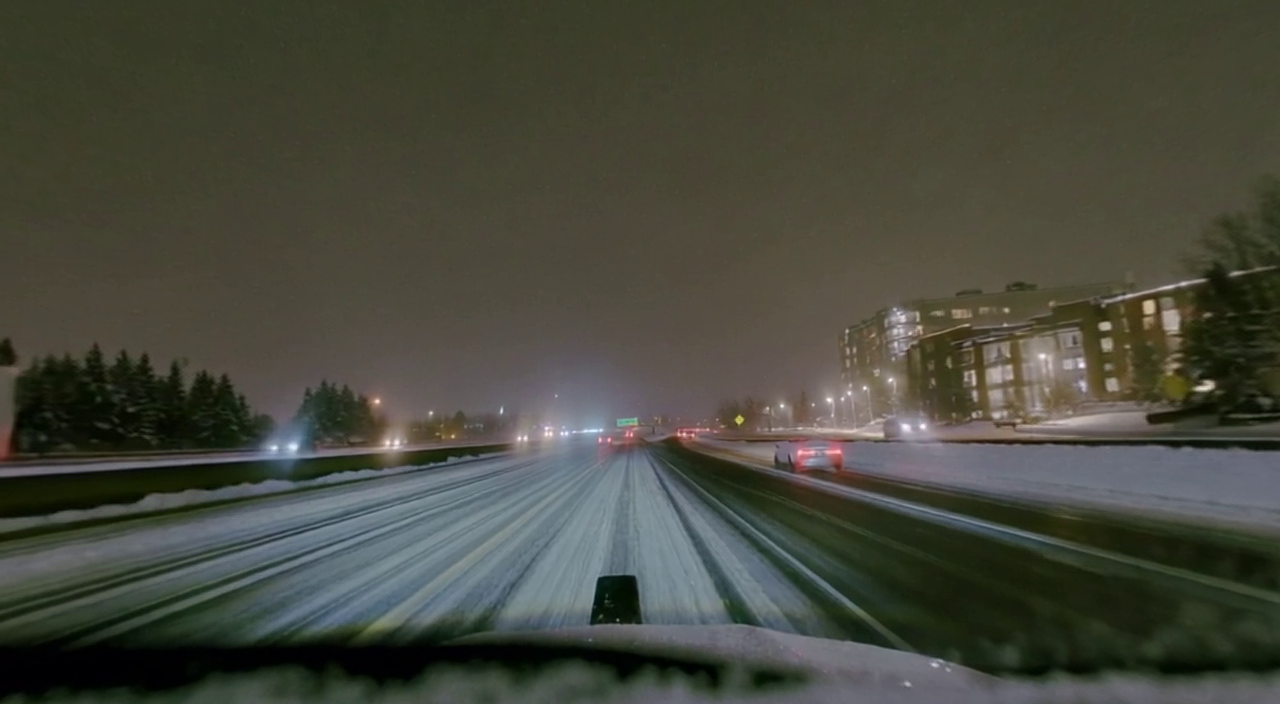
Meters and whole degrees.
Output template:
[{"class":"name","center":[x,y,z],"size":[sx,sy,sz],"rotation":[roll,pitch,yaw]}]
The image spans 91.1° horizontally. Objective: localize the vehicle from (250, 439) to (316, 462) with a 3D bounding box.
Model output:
[{"class":"vehicle","center":[-24.699,6.819,43.674],"size":[1.887,1.503,4.549],"rotation":[0,-8,0]}]
